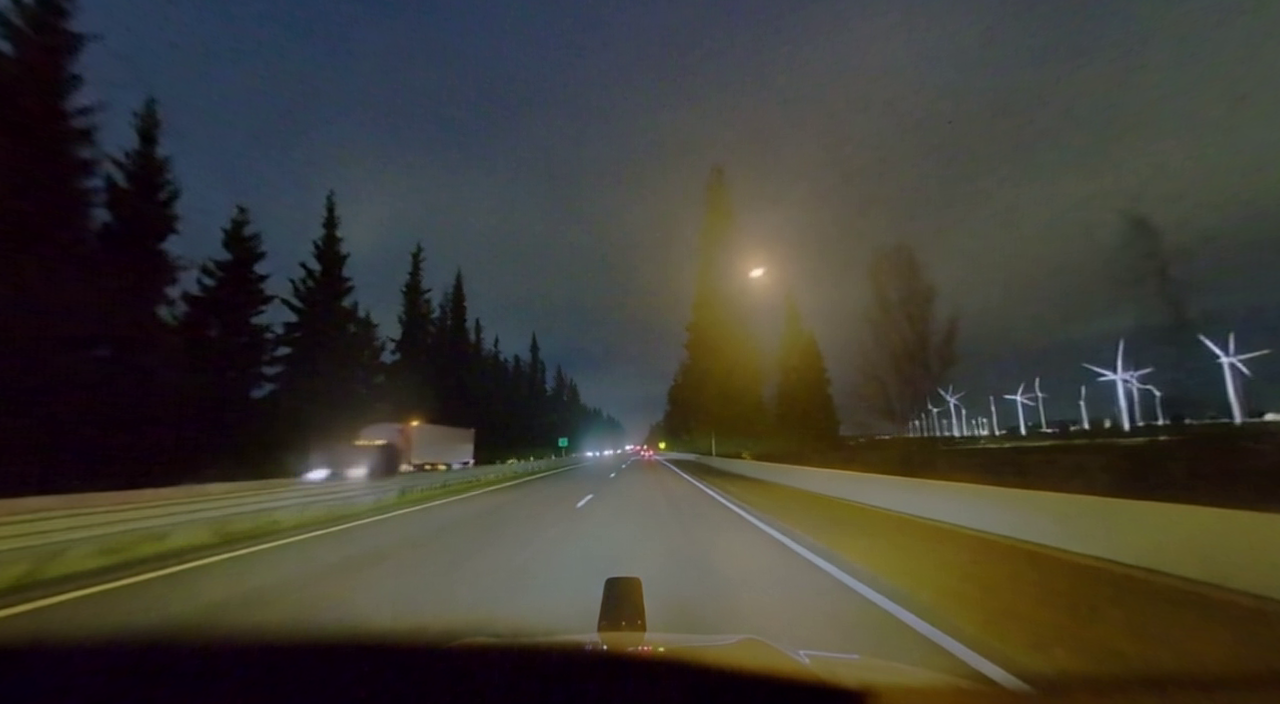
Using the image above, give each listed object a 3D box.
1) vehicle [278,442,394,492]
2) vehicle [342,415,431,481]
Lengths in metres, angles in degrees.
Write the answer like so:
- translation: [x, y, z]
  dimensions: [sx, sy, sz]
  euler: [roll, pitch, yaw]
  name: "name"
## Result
- translation: [-11.838, 4.507, 25.023]
  dimensions: [2.074, 1.760, 4.985]
  euler: [0, -9, 1]
  name: "vehicle"
- translation: [-16.179, 6.240, 40.817]
  dimensions: [3.019, 3.860, 6.067]
  euler: [-1, -9, 1]
  name: "vehicle"
